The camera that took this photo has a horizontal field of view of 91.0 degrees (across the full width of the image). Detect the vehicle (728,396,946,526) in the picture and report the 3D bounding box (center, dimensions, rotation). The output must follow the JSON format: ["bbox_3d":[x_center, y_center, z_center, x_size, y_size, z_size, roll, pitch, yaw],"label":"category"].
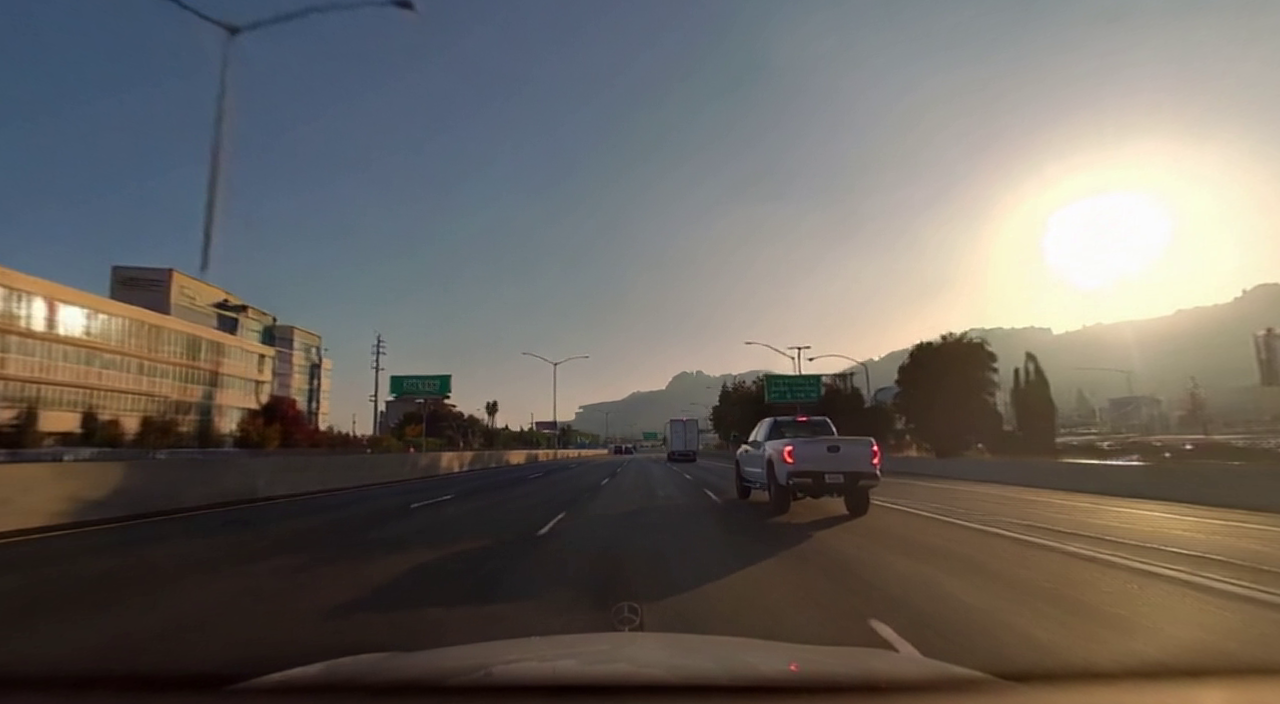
[{"bbox_3d":[3.733,2.305,13.743,2.740,2.157,6.300,0,-9,0],"label":"vehicle"}]
